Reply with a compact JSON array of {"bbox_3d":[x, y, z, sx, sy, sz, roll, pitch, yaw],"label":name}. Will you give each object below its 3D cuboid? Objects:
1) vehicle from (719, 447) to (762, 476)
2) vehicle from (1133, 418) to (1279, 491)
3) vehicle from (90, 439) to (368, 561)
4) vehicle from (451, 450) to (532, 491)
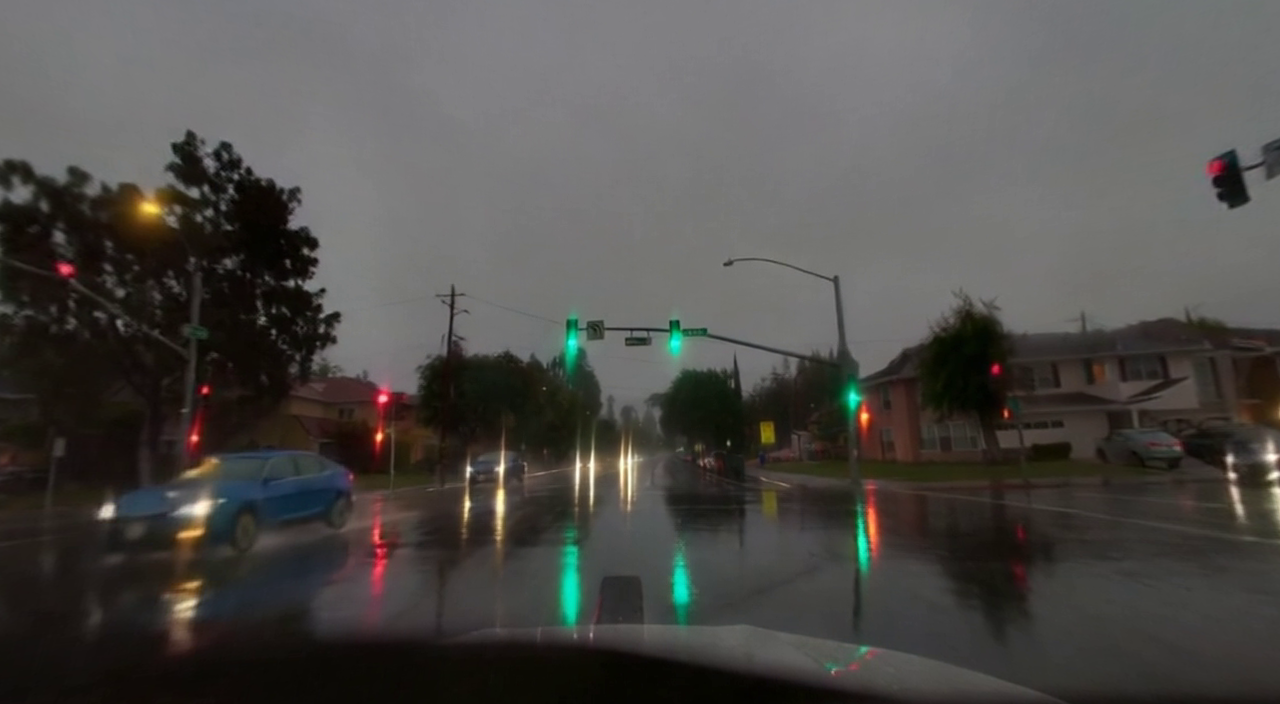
[{"bbox_3d":[5.842,6.408,37.212,1.891,1.611,4.269,0,-8,1],"label":"vehicle"},{"bbox_3d":[15.870,2.614,16.239,4.452,1.711,2.186,0,-8,1],"label":"vehicle"},{"bbox_3d":[-6.713,2.404,11.053,1.982,1.686,4.195,0,-8,0],"label":"vehicle"},{"bbox_3d":[-6.492,5.230,28.296,2.270,1.605,4.958,-1,-8,2],"label":"vehicle"}]
